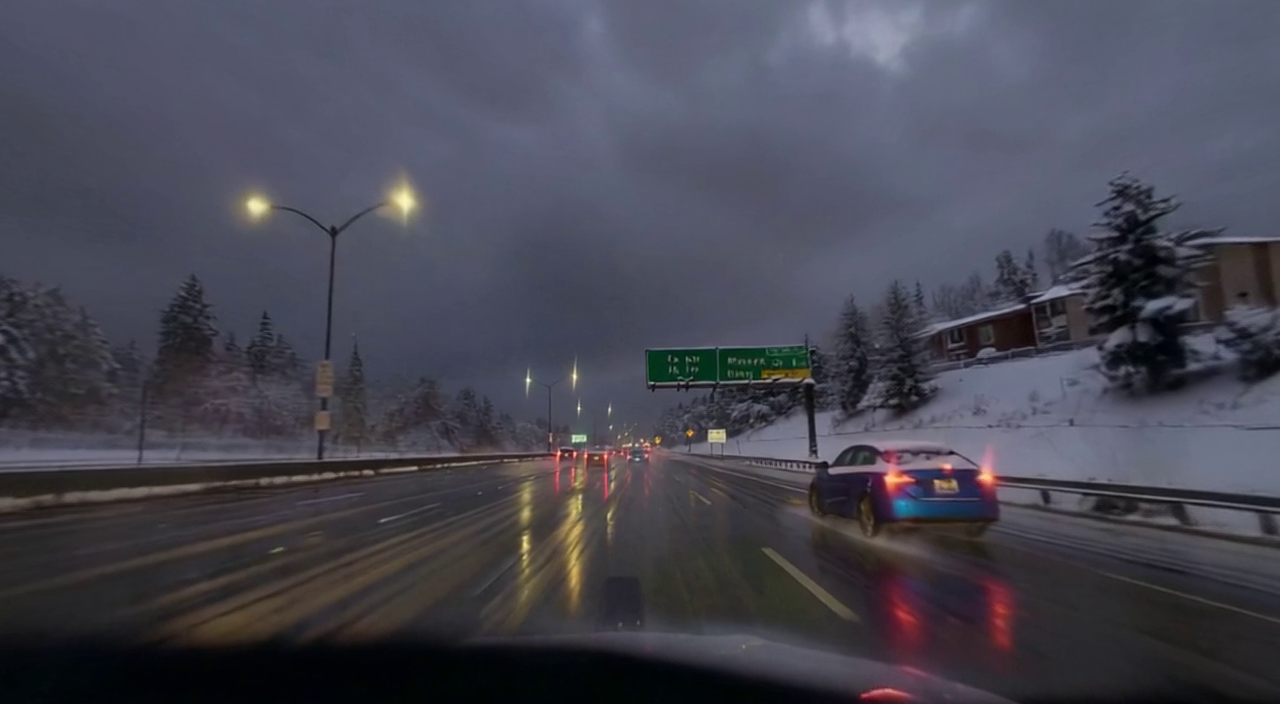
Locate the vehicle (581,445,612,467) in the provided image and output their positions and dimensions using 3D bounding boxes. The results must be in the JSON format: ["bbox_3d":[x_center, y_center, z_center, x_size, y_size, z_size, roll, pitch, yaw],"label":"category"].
[{"bbox_3d":[-3.377,8.209,49.769,2.091,1.664,4.157,0,-9,0],"label":"vehicle"}]

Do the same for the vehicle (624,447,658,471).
[{"bbox_3d":[0.065,7.062,41.721,2.166,1.496,4.158,0,-9,0],"label":"vehicle"}]

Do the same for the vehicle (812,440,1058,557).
[{"bbox_3d":[4.571,2.309,10.745,2.077,1.527,4.553,0,-9,2],"label":"vehicle"}]

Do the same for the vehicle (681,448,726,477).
[{"bbox_3d":[3.459,6.109,35.128,2.036,1.517,4.256,0,-9,-1],"label":"vehicle"}]
